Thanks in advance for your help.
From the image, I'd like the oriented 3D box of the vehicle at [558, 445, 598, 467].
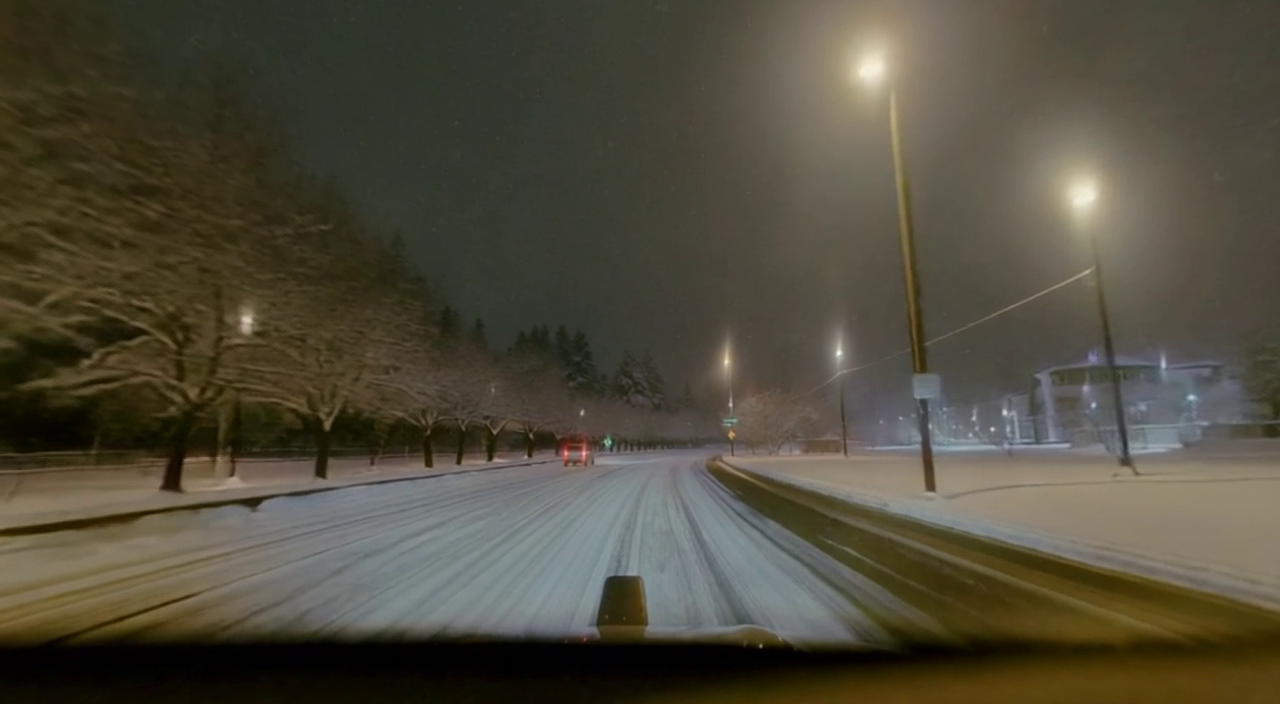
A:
[{"bbox_3d":[-4.221,7.162,43.620,1.945,1.461,4.605,-1,-8,5],"label":"vehicle"}]
